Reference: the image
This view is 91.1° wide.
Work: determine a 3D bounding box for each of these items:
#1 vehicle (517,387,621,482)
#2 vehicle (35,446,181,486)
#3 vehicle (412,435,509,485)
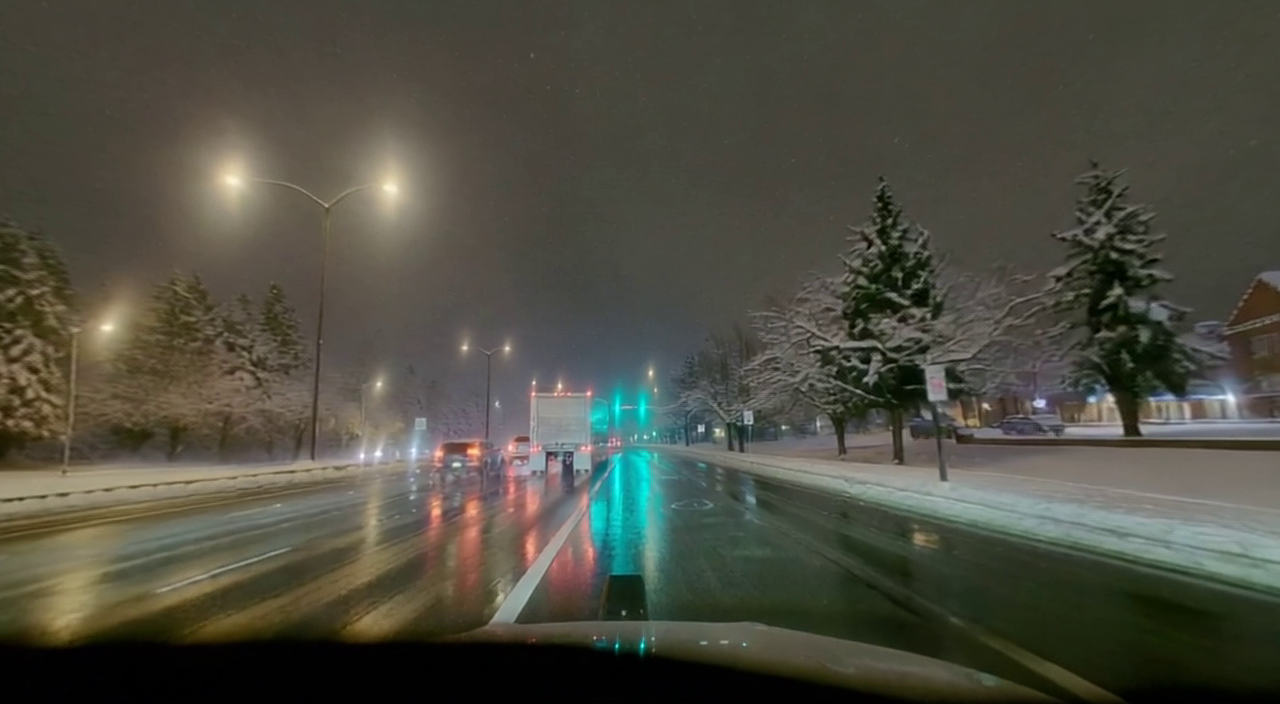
[{"bbox_3d":[-2.374,3.145,23.584,2.993,3.051,6.692,0,-8,1],"label":"vehicle"},{"bbox_3d":[-21.815,4.642,26.079,1.887,1.488,4.759,0,-8,0],"label":"vehicle"},{"bbox_3d":[-5.832,3.549,20.995,2.023,1.483,4.143,0,-8,0],"label":"vehicle"}]
